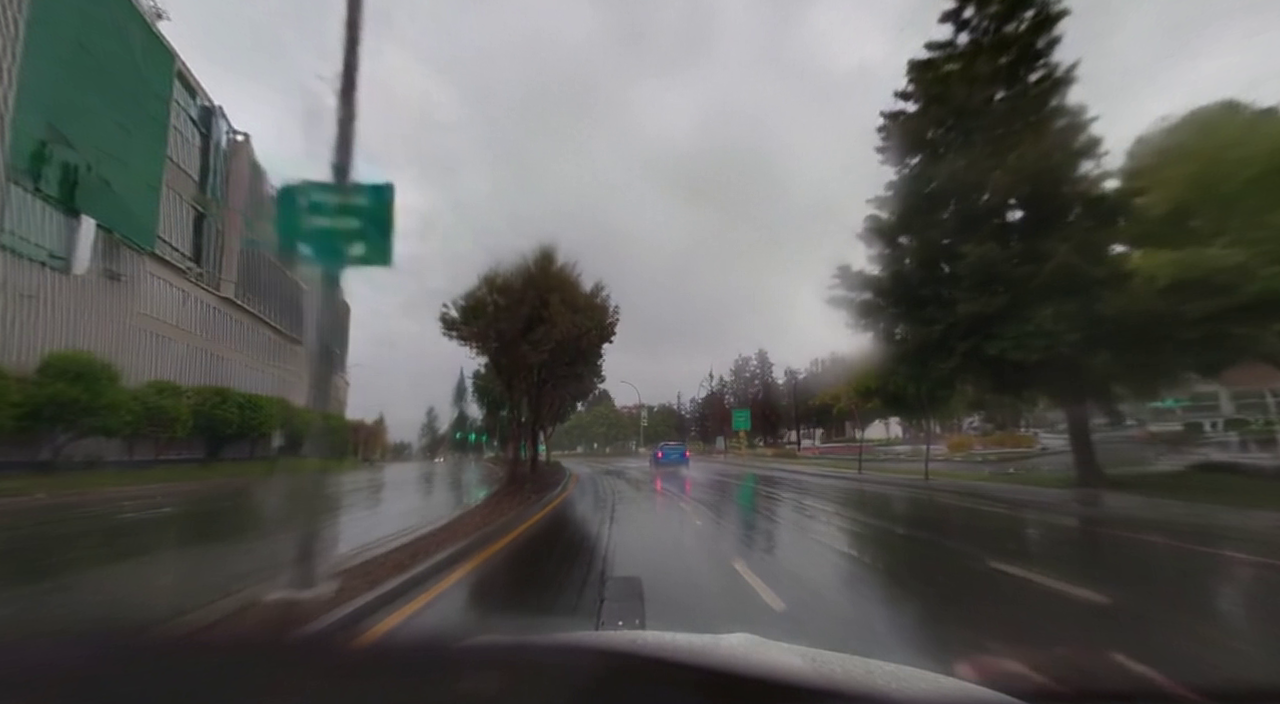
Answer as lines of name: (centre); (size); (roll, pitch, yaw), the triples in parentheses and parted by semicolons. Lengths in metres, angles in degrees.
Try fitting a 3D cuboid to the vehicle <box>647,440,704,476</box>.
vehicle: (1.674, 5.244, 31.549); (2.165, 1.633, 4.381); (0, -8, -6)
